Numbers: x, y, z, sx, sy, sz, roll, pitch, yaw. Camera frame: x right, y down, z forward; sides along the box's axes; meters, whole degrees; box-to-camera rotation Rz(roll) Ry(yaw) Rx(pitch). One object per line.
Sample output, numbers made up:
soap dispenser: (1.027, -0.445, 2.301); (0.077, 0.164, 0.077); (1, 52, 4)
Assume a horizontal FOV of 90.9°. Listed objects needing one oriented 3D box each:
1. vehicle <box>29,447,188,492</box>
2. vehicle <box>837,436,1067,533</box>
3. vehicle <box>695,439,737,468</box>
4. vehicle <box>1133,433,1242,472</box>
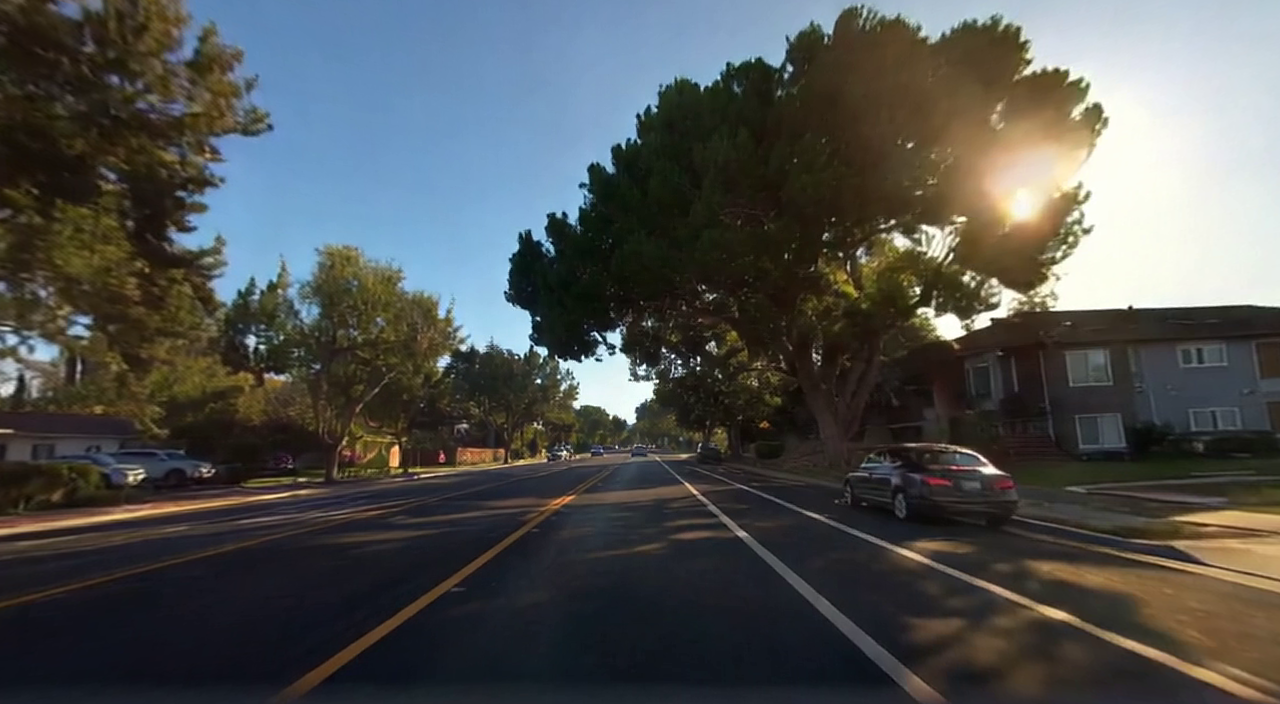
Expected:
vehicle: (-21.589, 4.779, 25.763); (4.610, 1.721, 2.019); (0, -9, -1)
vehicle: (5.423, 2.337, 11.790); (1.935, 1.453, 4.488); (0, -9, -1)
vehicle: (4.949, 6.717, 41.714); (2.105, 1.772, 4.757); (0, -9, 0)
vehicle: (22.887, 4.184, 26.539); (1.783, 1.494, 3.909); (-3, -8, 14)
